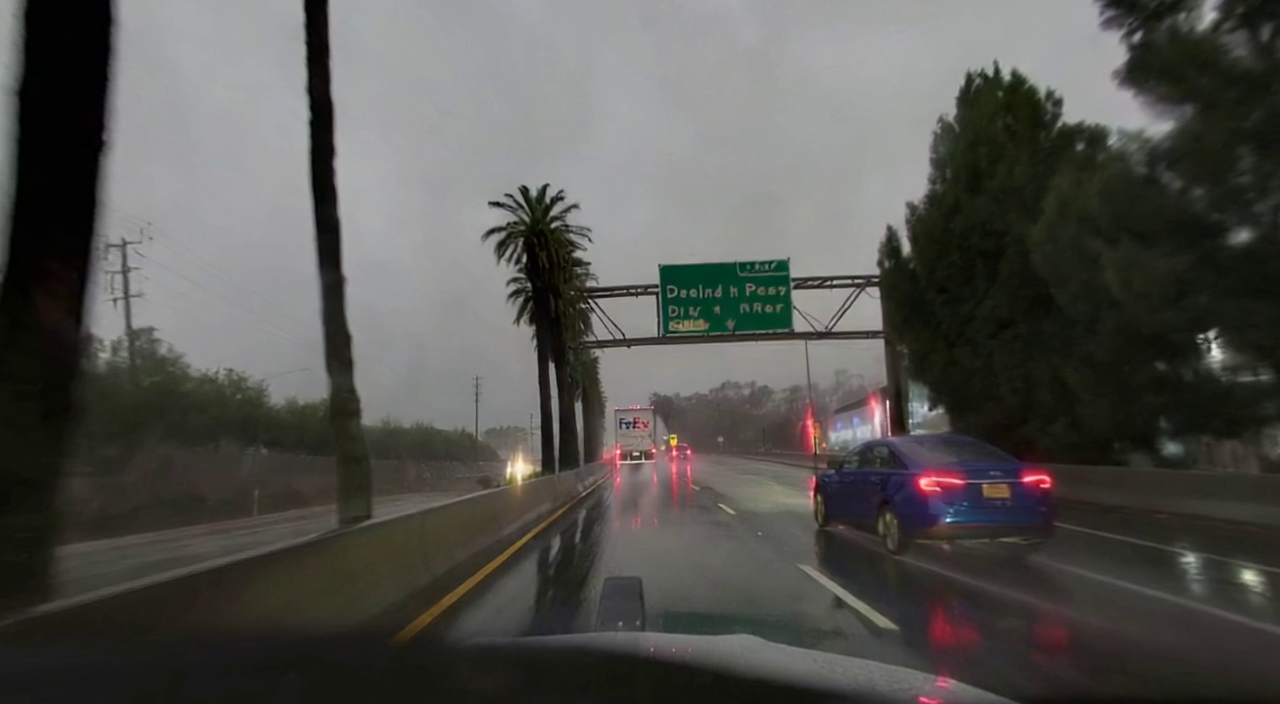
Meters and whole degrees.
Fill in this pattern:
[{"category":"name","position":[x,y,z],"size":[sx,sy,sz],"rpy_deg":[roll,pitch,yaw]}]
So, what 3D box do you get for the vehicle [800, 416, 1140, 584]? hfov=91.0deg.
[{"category":"vehicle","position":[3.660,1.725,8.110],"size":[1.966,1.558,4.238],"rpy_deg":[0,-9,-2]}]
